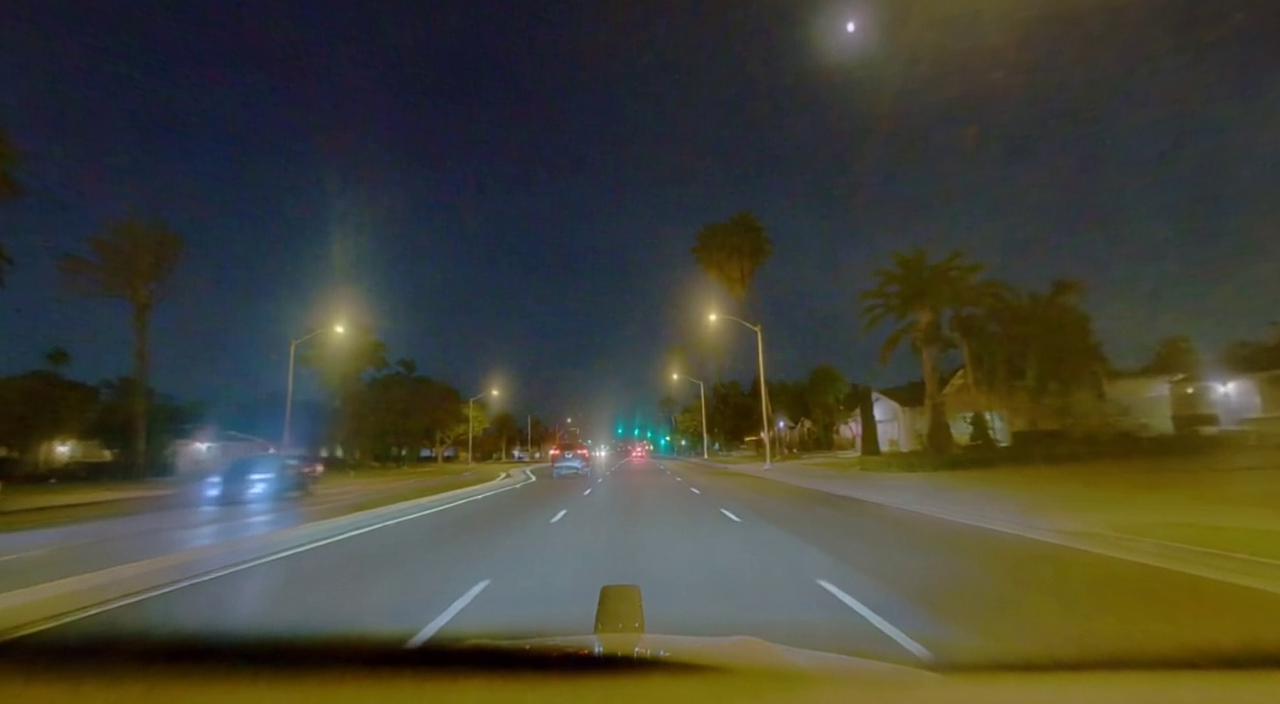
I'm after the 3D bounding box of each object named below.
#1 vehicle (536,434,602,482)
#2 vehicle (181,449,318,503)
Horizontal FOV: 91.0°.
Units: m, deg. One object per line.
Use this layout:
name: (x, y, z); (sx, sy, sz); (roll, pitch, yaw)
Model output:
vehicle: (-3.188, 4.929, 29.541); (2.370, 1.968, 5.698); (0, -9, 0)
vehicle: (-14.292, 4.530, 23.468); (2.022, 1.756, 4.670); (0, -9, 1)
